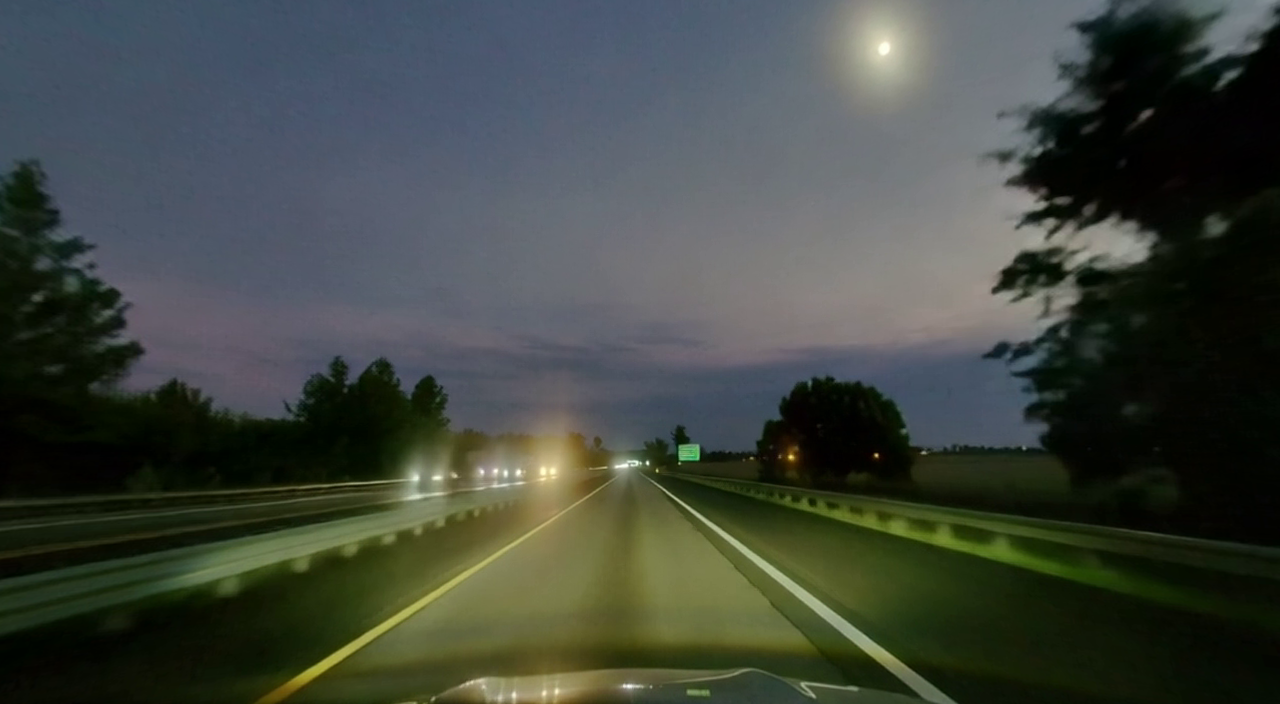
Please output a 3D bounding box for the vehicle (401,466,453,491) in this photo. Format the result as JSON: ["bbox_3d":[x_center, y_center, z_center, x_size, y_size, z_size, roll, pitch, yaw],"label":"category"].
[{"bbox_3d":[-12.469,7.409,37.114,1.800,1.381,3.703,1,-10,-1],"label":"vehicle"}]
